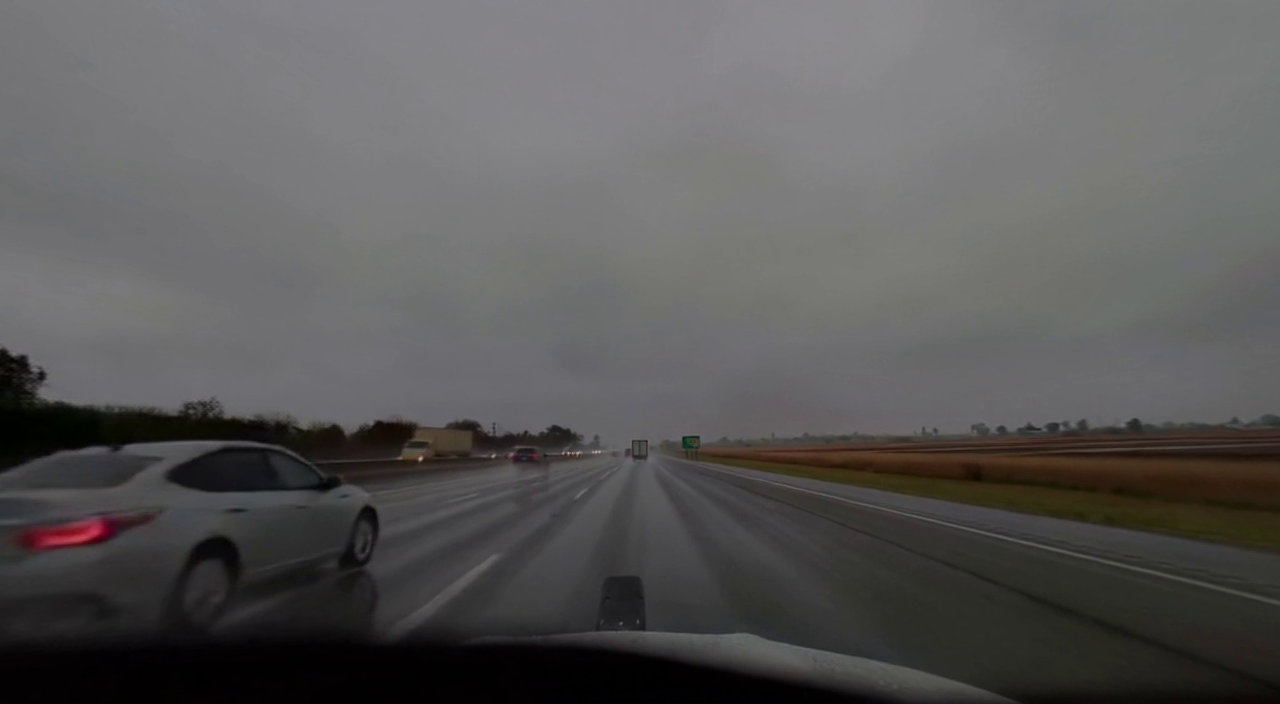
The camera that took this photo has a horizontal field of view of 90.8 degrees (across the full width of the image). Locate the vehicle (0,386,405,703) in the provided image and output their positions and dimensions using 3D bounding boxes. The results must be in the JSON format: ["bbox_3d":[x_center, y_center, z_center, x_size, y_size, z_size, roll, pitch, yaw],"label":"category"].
[{"bbox_3d":[-3.623,1.272,4.527,2.139,1.607,4.378,0,-9,1],"label":"vehicle"}]

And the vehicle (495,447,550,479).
[{"bbox_3d":[-6.651,6.339,36.244,2.234,1.698,4.634,0,-9,1],"label":"vehicle"}]
